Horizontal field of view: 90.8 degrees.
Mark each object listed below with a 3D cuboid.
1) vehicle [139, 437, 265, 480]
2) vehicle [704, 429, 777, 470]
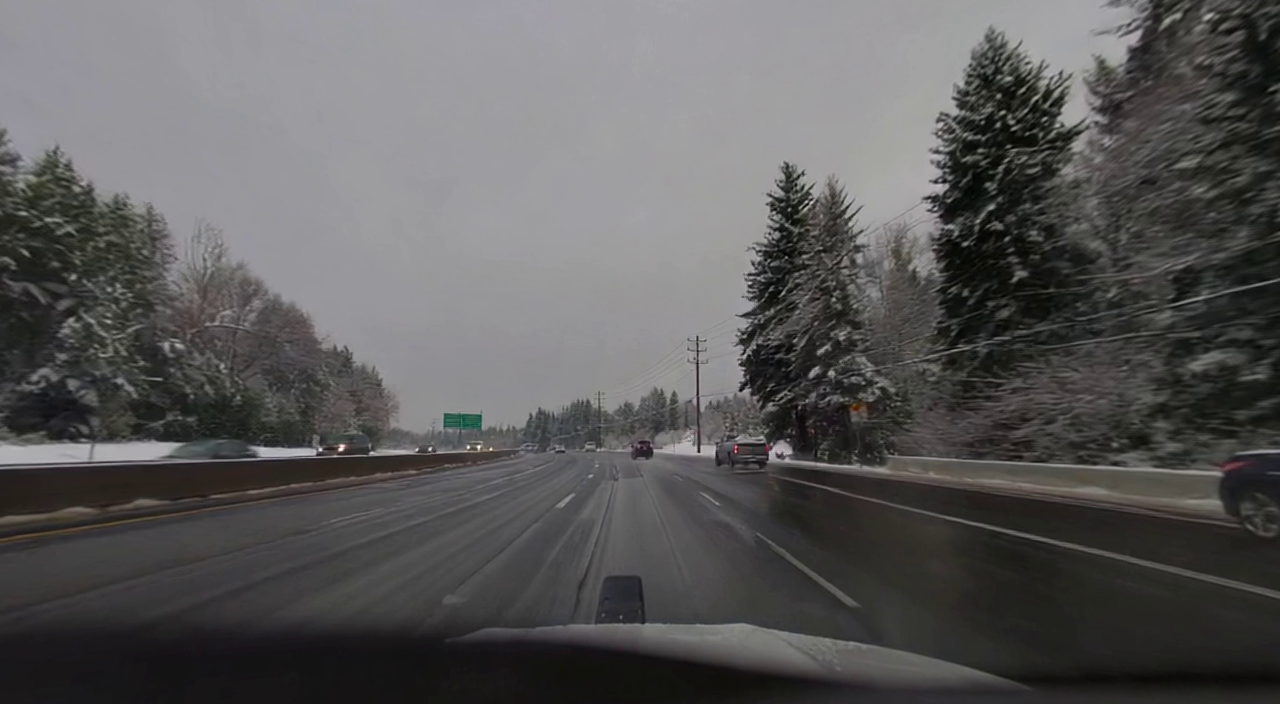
[{"bbox_3d":[-18.726,4.564,27.346,2.272,1.706,4.604,0,-8,-2],"label":"vehicle"},{"bbox_3d":[5.377,5.387,34.922,2.504,2.033,5.979,1,-8,-6],"label":"vehicle"}]
